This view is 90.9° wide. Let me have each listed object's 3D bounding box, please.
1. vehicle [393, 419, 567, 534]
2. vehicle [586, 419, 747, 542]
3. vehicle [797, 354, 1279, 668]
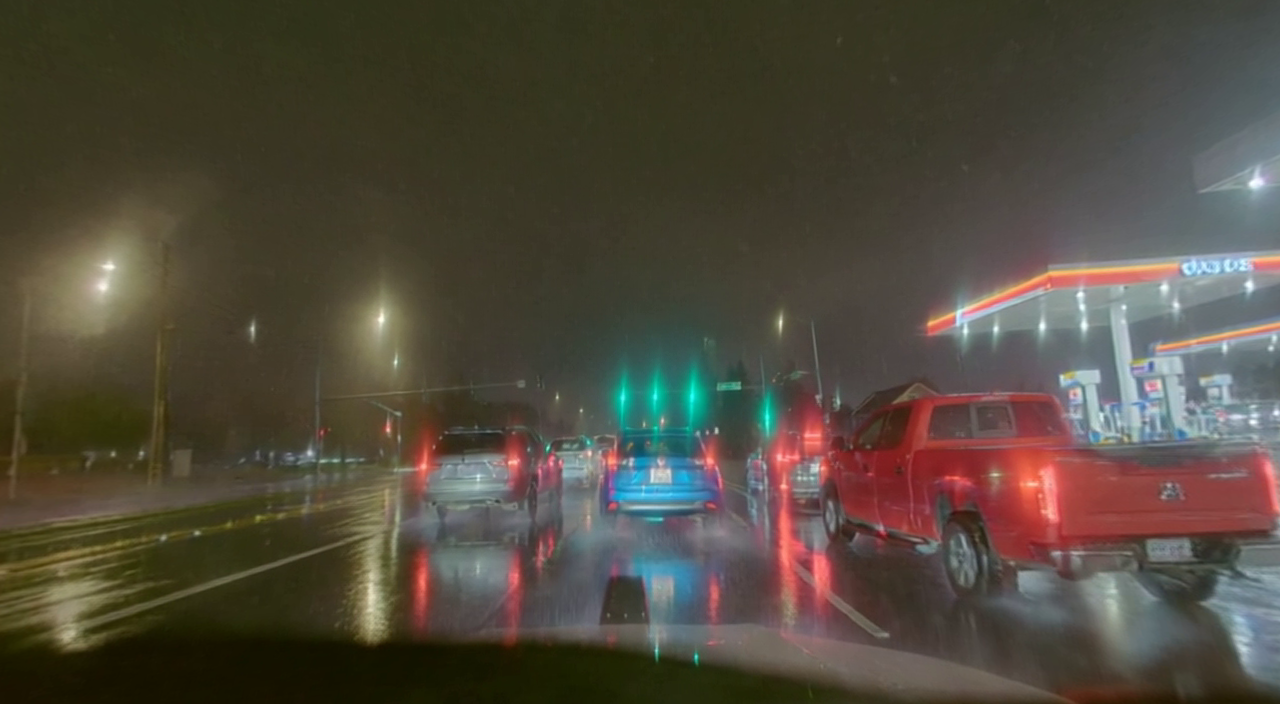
[{"bbox_3d":[-2.700,2.220,11.848,2.019,1.731,4.299,0,-8,2],"label":"vehicle"},{"bbox_3d":[0.355,2.050,10.645,2.181,1.650,4.083,0,-8,0],"label":"vehicle"},{"bbox_3d":[3.416,1.326,6.491,2.161,1.868,5.321,0,-8,-1],"label":"vehicle"}]
